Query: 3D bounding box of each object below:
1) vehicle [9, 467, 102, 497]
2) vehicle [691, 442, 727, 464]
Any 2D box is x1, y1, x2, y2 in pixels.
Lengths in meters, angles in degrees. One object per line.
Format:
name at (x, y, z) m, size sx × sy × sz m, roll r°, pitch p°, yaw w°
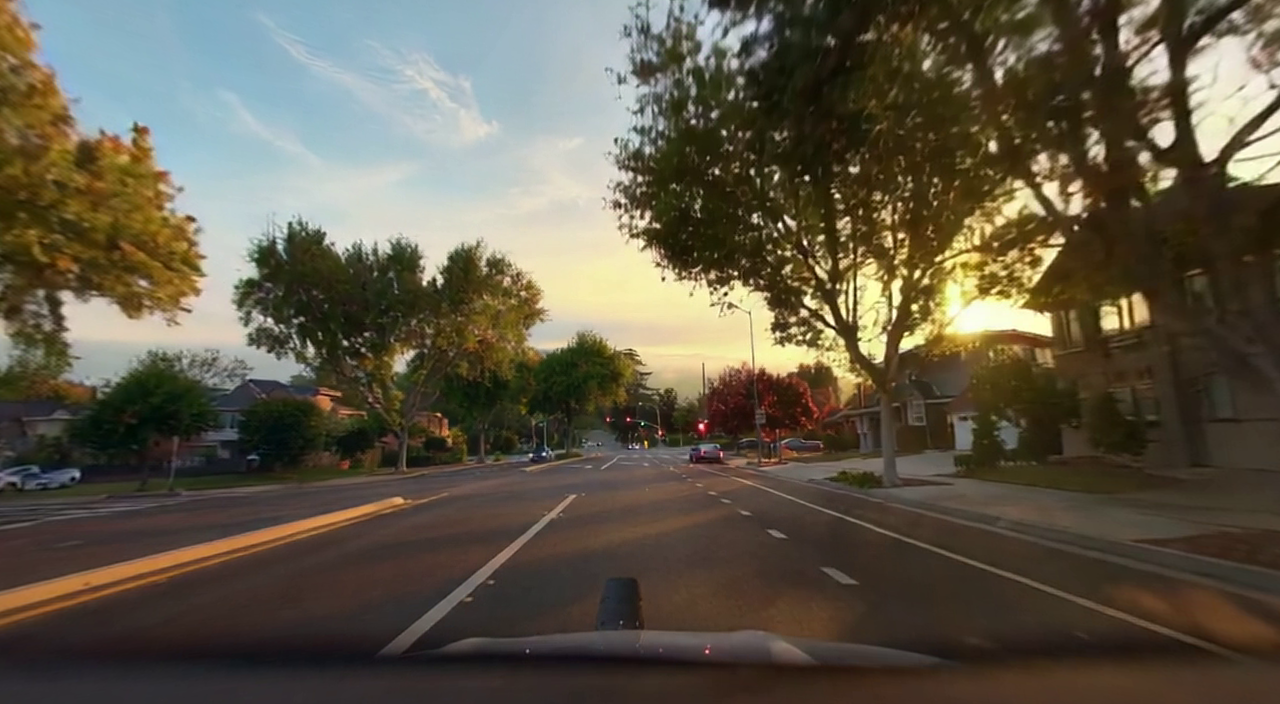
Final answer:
vehicle at (-33.123, 7.376, 35.951) m, size 1.713 × 1.466 × 3.614 m, roll -1°, pitch -9°, yaw 2°
vehicle at (4.864, 7.215, 45.156) m, size 1.917 × 1.440 × 4.335 m, roll 0°, pitch -9°, yaw -2°
